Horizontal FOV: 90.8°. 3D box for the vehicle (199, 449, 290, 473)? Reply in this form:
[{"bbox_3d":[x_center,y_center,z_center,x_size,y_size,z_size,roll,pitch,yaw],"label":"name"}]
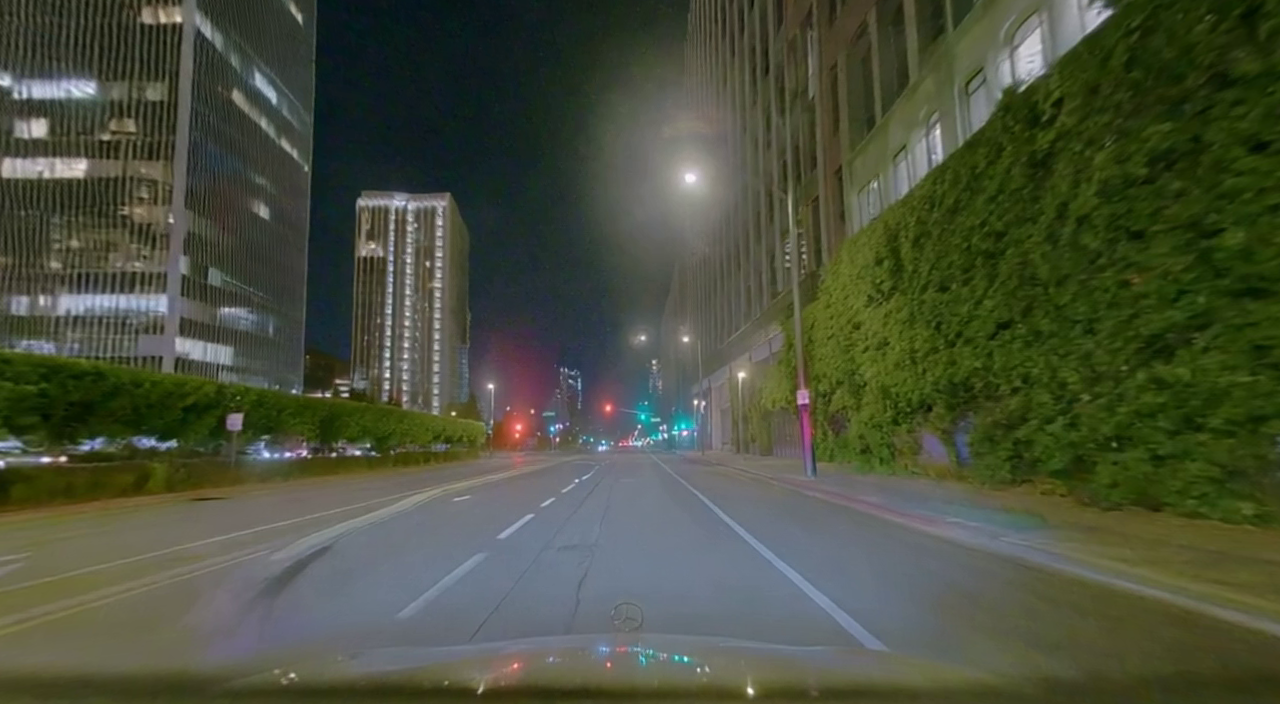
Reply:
[{"bbox_3d":[-25.112,6.905,40.223,4.417,1.460,2.076,0,-8,2],"label":"vehicle"}]
